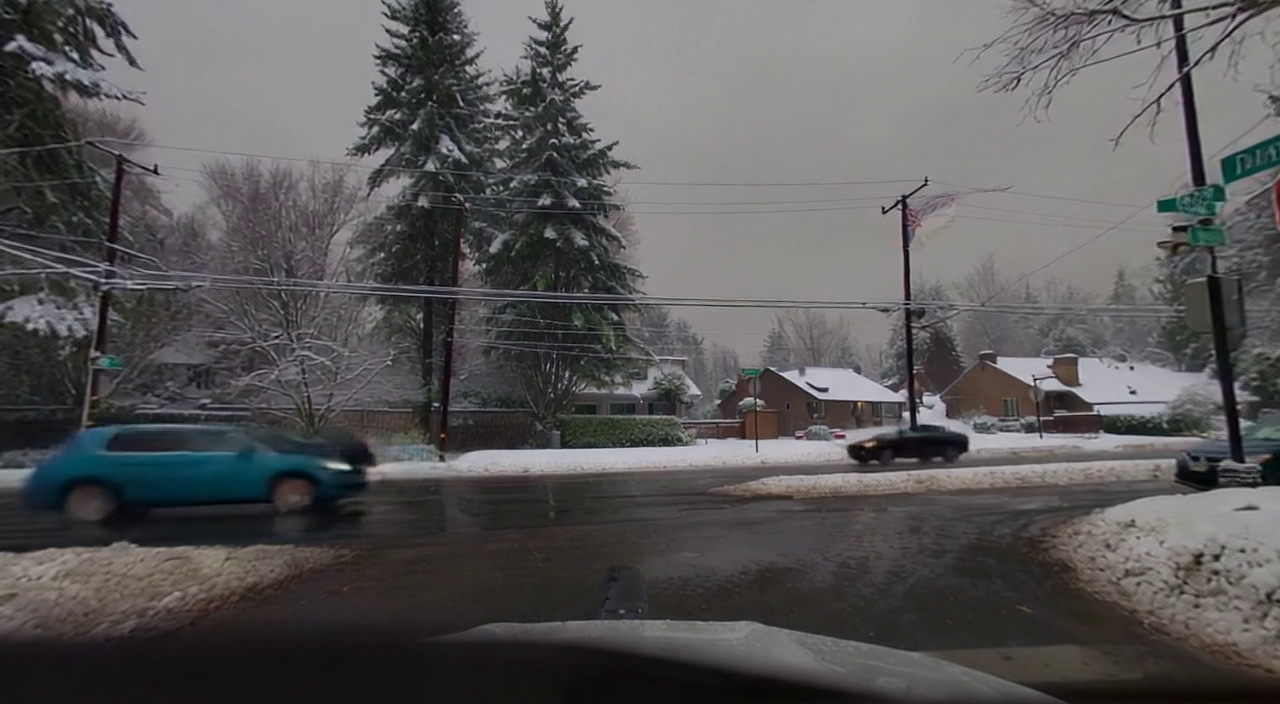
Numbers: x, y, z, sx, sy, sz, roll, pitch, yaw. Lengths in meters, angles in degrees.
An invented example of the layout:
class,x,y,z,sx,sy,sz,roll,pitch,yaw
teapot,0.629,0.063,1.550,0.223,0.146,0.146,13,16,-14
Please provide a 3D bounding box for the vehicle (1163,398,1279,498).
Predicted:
class,x,y,z,sx,sy,sz,roll,pitch,yaw
vehicle,12.805,1.803,11.965,4.208,1.685,2.014,1,-8,-8

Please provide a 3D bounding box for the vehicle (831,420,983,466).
class,x,y,z,sx,sy,sz,roll,pitch,yaw
vehicle,9.172,3.145,21.850,4.548,1.469,1.864,2,-9,-13

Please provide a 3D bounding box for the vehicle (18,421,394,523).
class,x,y,z,sx,sy,sz,roll,pitch,yaw
vehicle,-7.048,2.005,11.031,4.990,1.454,1.875,3,-9,-23
